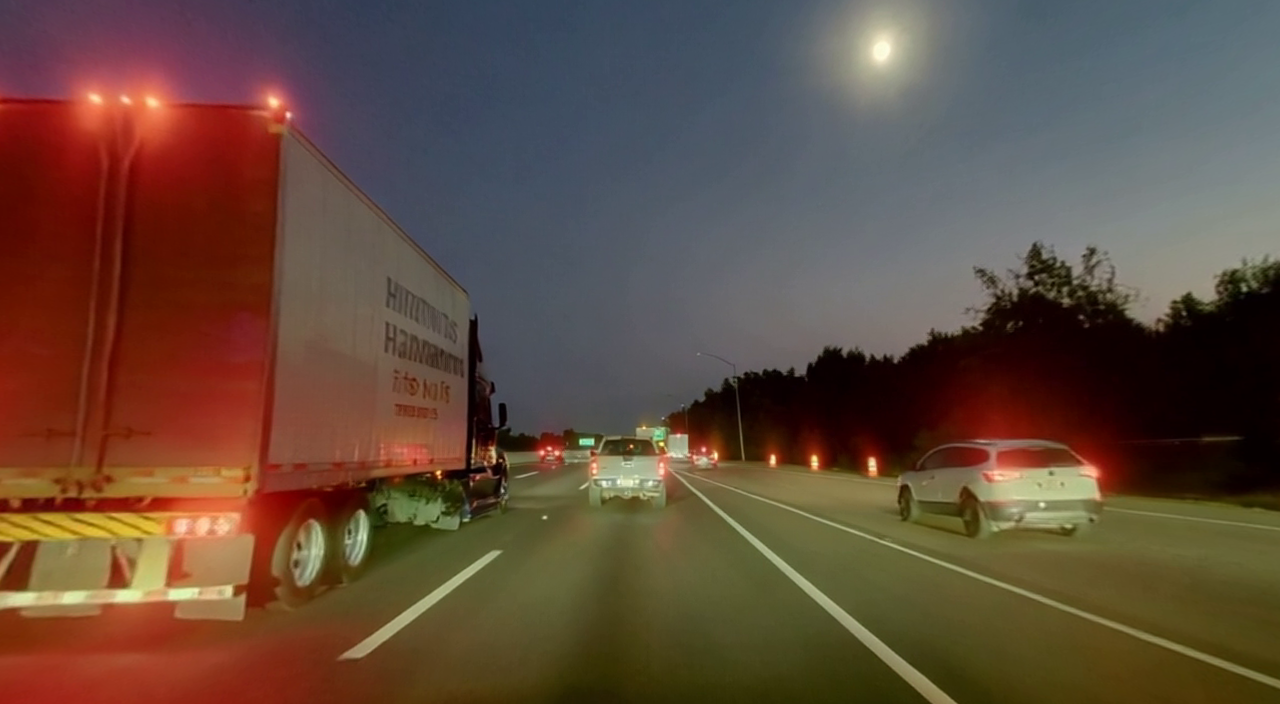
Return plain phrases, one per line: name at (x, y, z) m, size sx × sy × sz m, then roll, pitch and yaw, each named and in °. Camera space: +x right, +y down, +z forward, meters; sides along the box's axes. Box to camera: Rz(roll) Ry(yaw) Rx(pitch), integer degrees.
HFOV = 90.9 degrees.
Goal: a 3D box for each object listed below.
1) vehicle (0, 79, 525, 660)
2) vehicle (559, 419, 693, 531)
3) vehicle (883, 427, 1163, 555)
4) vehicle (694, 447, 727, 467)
vehicle at (-3.780, 0.605, 8.267) m, size 2.990 × 3.885 × 8.243 m, roll 0°, pitch -9°, yaw 0°
vehicle at (-0.263, 2.281, 12.187) m, size 2.152 × 1.779 × 3.924 m, roll 0°, pitch -9°, yaw -1°
vehicle at (5.617, 2.054, 9.963) m, size 1.937 × 1.601 × 3.798 m, roll 0°, pitch -9°, yaw -1°
vehicle at (5.342, 7.998, 48.274) m, size 1.918 × 1.479 × 4.571 m, roll 0°, pitch -9°, yaw -1°
